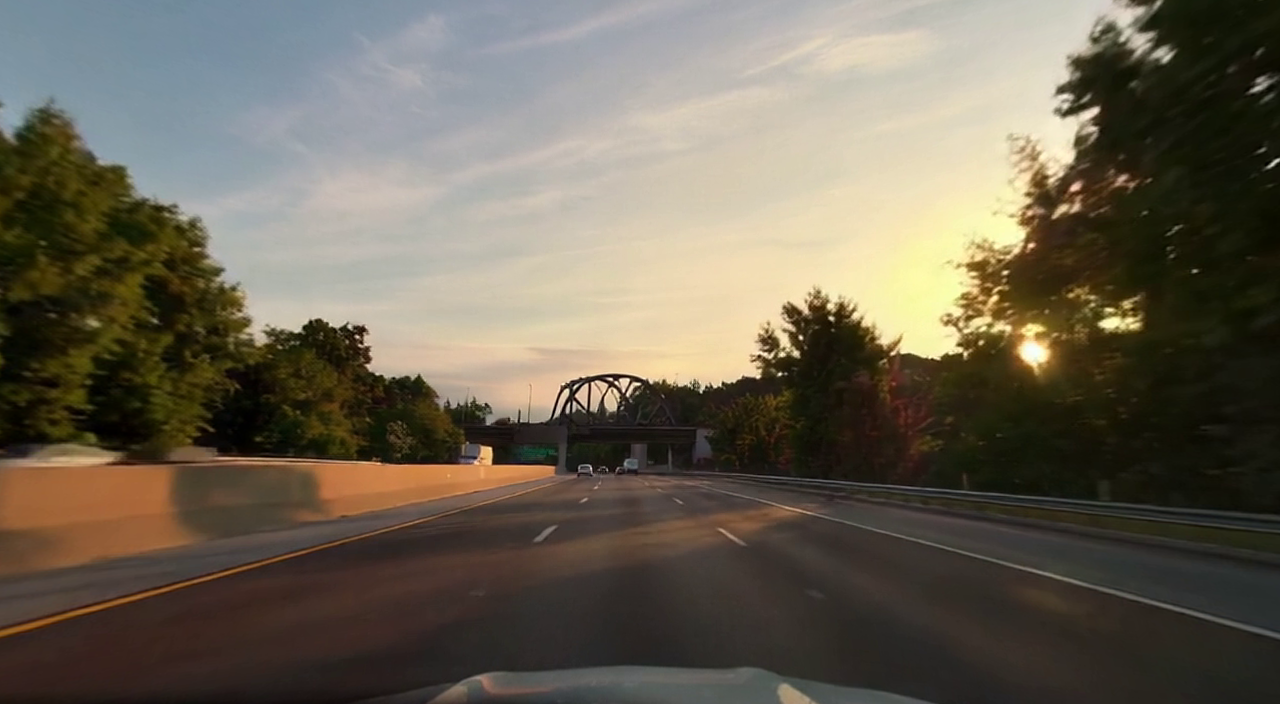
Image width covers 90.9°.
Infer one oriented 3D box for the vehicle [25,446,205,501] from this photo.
[{"bbox_3d":[-15.632,3.684,19.134,1.760,1.441,4.297,1,-11,-1],"label":"vehicle"}]
